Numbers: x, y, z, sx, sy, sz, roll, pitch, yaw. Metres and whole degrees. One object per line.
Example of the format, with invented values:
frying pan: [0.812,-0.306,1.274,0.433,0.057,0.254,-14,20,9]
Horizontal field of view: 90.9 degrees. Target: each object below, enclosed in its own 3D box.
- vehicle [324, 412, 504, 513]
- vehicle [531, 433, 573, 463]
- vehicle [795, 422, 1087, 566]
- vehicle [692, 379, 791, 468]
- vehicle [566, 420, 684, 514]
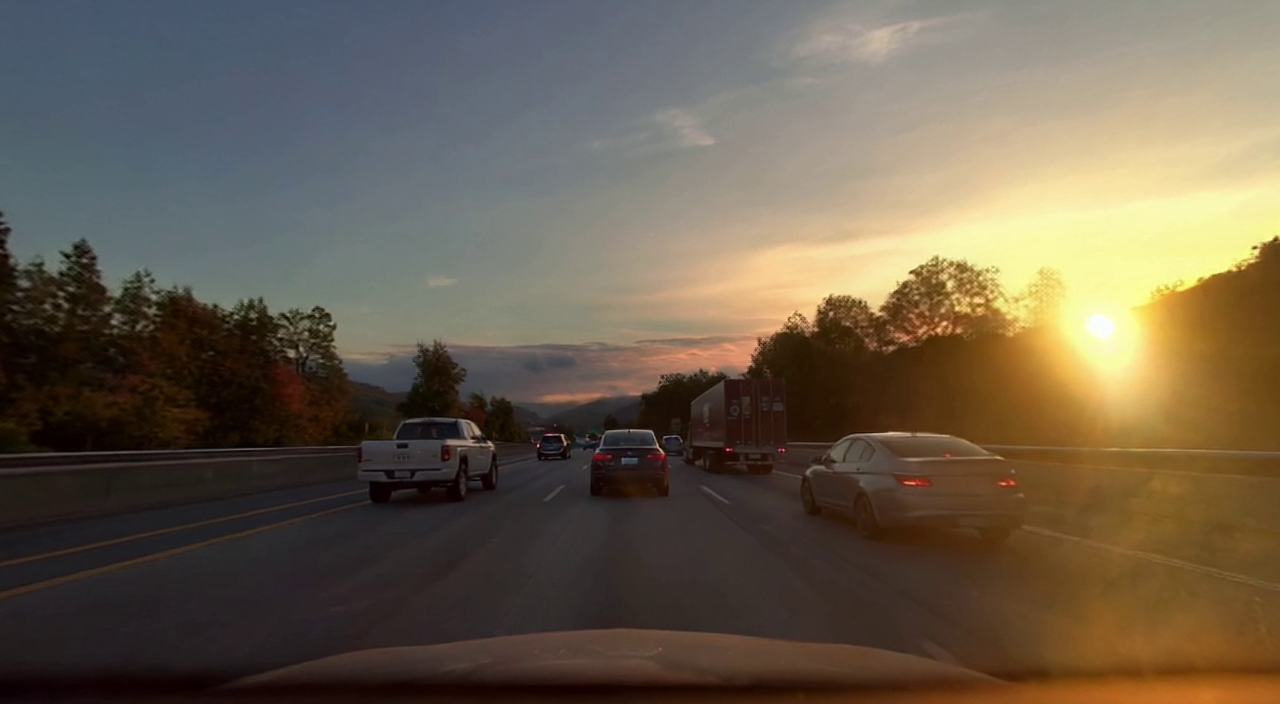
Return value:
vehicle: [-4.515,2.274,13.531,2.101,1.767,4.702,0,-8,0]
vehicle: [-5.169,5.689,37.542,1.971,1.648,3.983,0,-8,-1]
vehicle: [3.634,1.754,8.597,1.951,1.477,3.963,0,-8,-1]
vehicle: [5.286,4.260,36.311,2.888,4.135,14.071,0,-8,-2]
vehicle: [-0.293,2.296,13.076,2.083,1.647,3.799,0,-8,-1]
